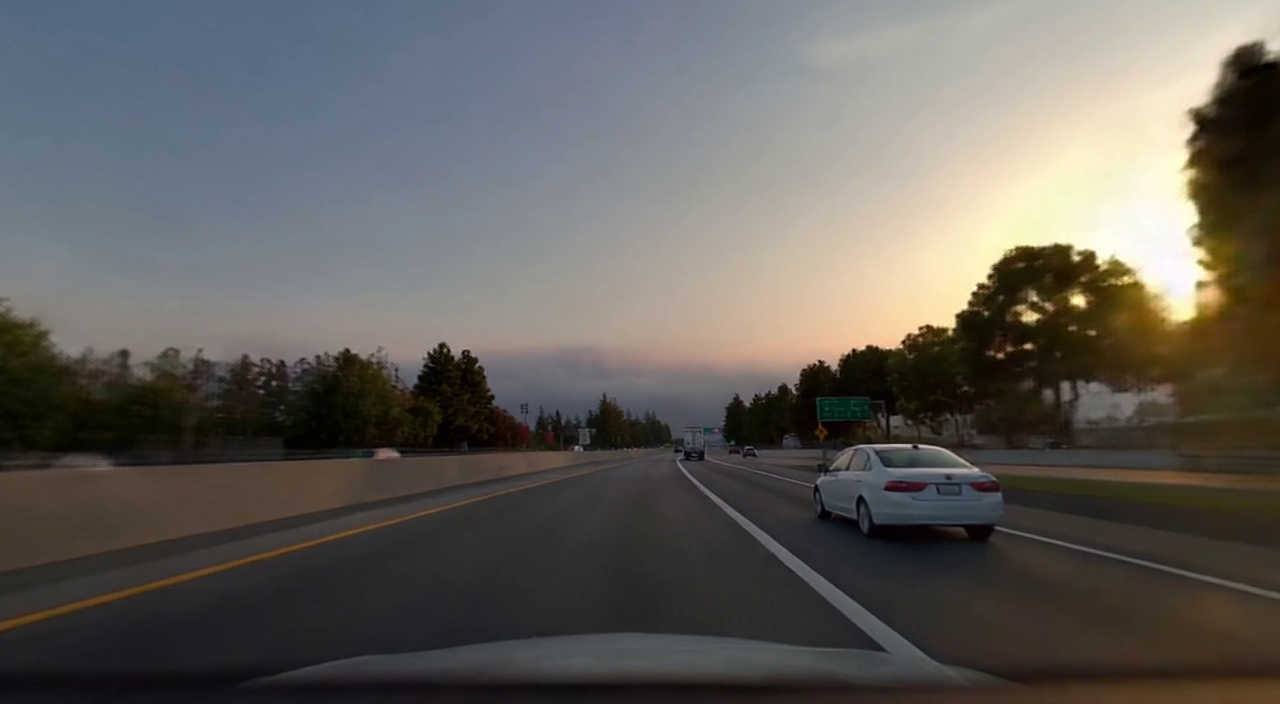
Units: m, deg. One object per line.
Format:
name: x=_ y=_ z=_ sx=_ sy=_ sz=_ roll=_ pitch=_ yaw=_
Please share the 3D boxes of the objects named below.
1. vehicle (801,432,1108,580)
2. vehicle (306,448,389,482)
vehicle: x=3.707 y=1.876 z=8.488 sx=1.938 sy=1.456 sz=4.204 roll=0 pitch=-9 yaw=0
vehicle: x=-15.557 y=6.029 z=33.892 sx=2.005 sy=1.651 sz=4.817 roll=-1 pitch=-9 yaw=2
